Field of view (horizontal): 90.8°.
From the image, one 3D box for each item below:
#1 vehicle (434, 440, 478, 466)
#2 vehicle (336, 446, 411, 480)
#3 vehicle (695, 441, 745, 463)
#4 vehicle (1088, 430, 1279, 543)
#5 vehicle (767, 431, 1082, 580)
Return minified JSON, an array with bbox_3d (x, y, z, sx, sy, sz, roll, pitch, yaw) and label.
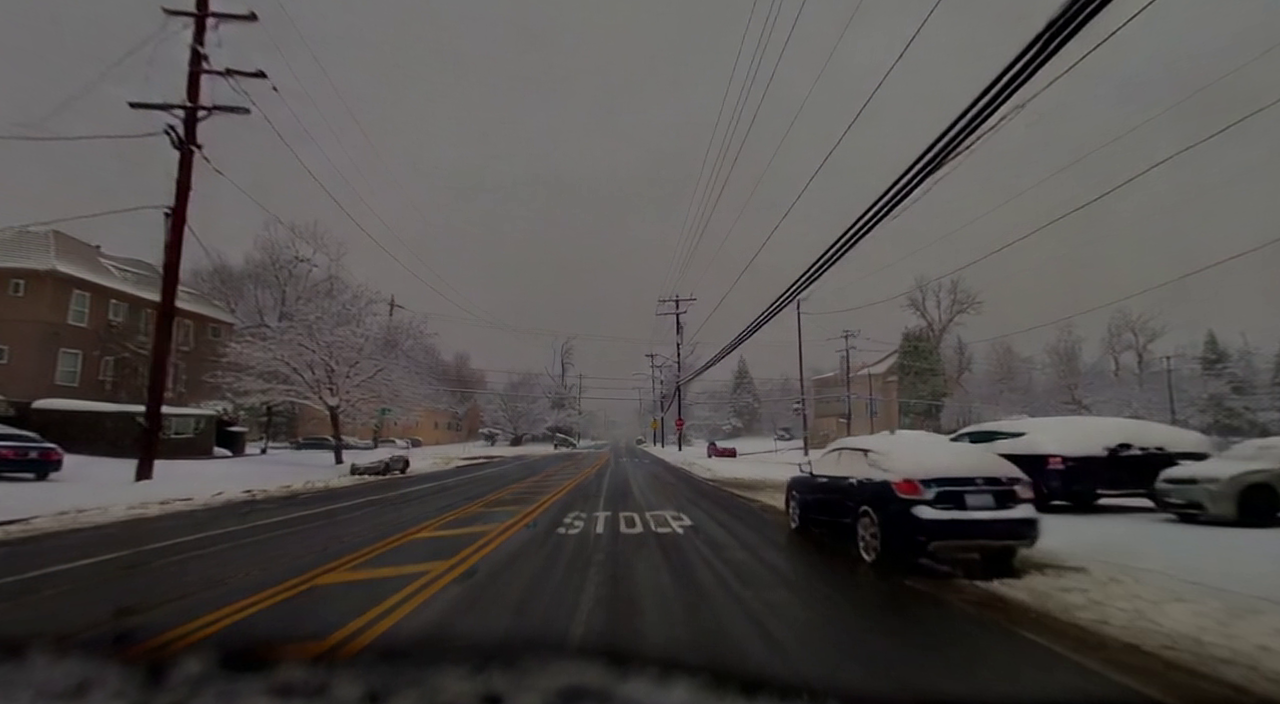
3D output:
[{"bbox_3d":[-13.640,7.521,47.122,1.940,1.789,5.086,0,-8,-2],"label":"vehicle"},{"bbox_3d":[-12.747,5.310,30.534,1.957,1.459,4.913,1,-8,-6],"label":"vehicle"},{"bbox_3d":[5.683,7.205,45.632,2.081,1.496,4.490,2,-9,-14],"label":"vehicle"},{"bbox_3d":[9.486,1.870,8.988,4.658,1.465,2.025,-4,-9,24],"label":"vehicle"},{"bbox_3d":[3.293,1.855,8.623,1.917,1.434,4.733,0,-8,-3],"label":"vehicle"}]
